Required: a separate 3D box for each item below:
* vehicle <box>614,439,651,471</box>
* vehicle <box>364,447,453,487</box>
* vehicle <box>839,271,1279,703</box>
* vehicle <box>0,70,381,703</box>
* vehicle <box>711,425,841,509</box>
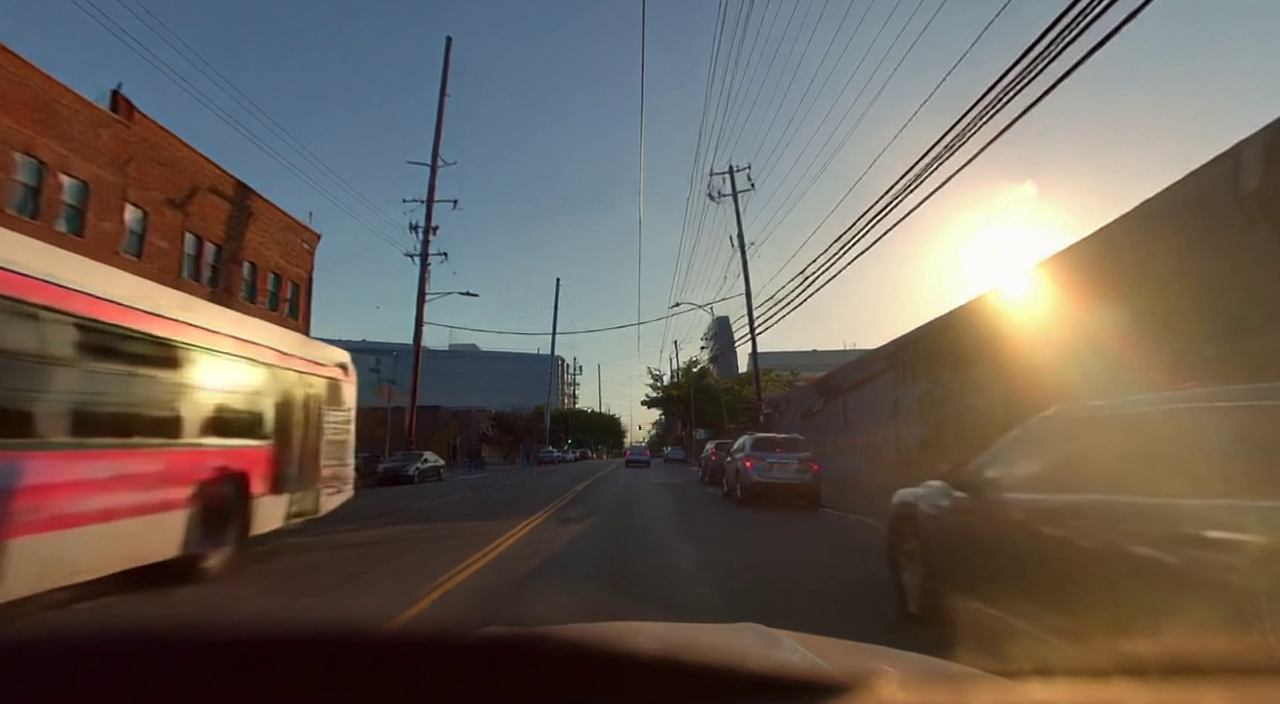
[{"bbox_3d":[-0.457,6.313,38.797,2.190,1.783,4.048,0,-9,0],"label":"vehicle"},{"bbox_3d":[-10.035,5.046,27.862,2.079,1.550,4.865,-1,-10,0],"label":"vehicle"},{"bbox_3d":[3.065,0.918,3.450,2.230,1.855,4.922,0,-9,-1],"label":"vehicle"},{"bbox_3d":[-4.989,0.258,3.317,3.297,3.342,12.875,1,-9,-7],"label":"vehicle"},{"bbox_3d":[3.169,2.820,15.881,2.102,1.765,4.674,0,-9,-1],"label":"vehicle"}]
